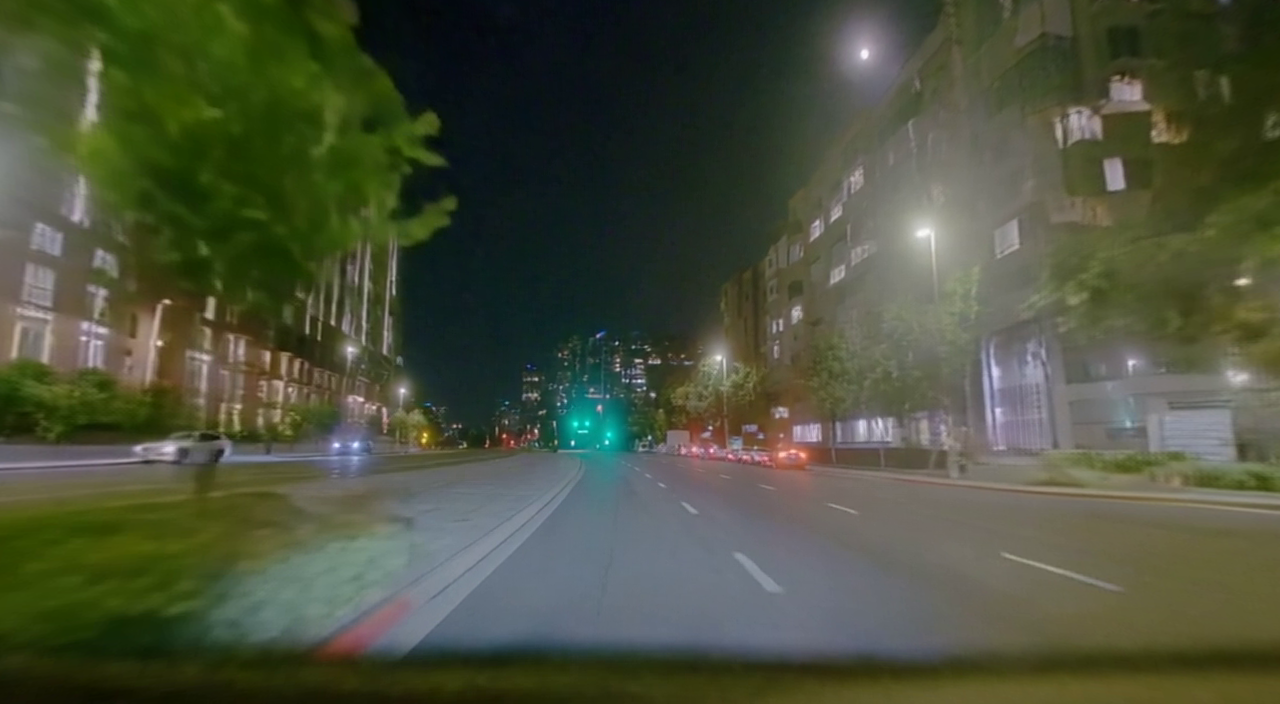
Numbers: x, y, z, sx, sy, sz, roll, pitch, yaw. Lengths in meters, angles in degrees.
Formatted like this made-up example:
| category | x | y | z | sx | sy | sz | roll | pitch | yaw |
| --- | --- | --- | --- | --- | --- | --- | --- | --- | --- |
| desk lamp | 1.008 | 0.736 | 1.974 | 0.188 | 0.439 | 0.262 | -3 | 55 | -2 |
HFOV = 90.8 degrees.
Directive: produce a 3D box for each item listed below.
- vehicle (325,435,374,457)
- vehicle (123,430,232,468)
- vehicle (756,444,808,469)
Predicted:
| category | x | y | z | sx | sy | sz | roll | pitch | yaw |
| --- | --- | --- | --- | --- | --- | --- | --- | --- | --- |
| vehicle | -21.288 | 6.895 | 46.462 | 1.938 | 1.524 | 4.107 | 1 | -9 | -5 |
| vehicle | -19.416 | 4.097 | 26.779 | 1.822 | 1.453 | 4.053 | 1 | -9 | -5 |
| vehicle | 8.967 | 6.639 | 40.295 | 1.907 | 1.524 | 4.381 | 1 | -9 | -6 |
